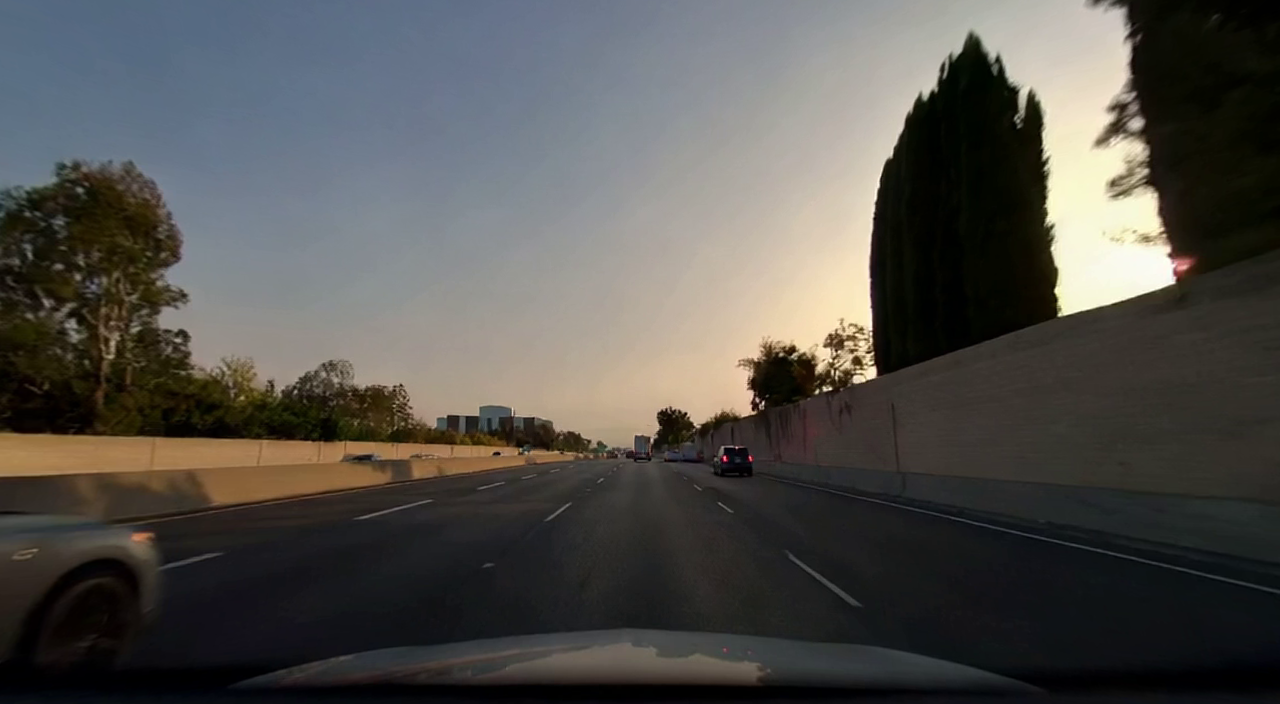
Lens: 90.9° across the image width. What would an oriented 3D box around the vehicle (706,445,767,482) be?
[{"bbox_3d":[4.281,5.017,28.680,1.973,1.536,4.337,0,-9,-1],"label":"vehicle"}]
